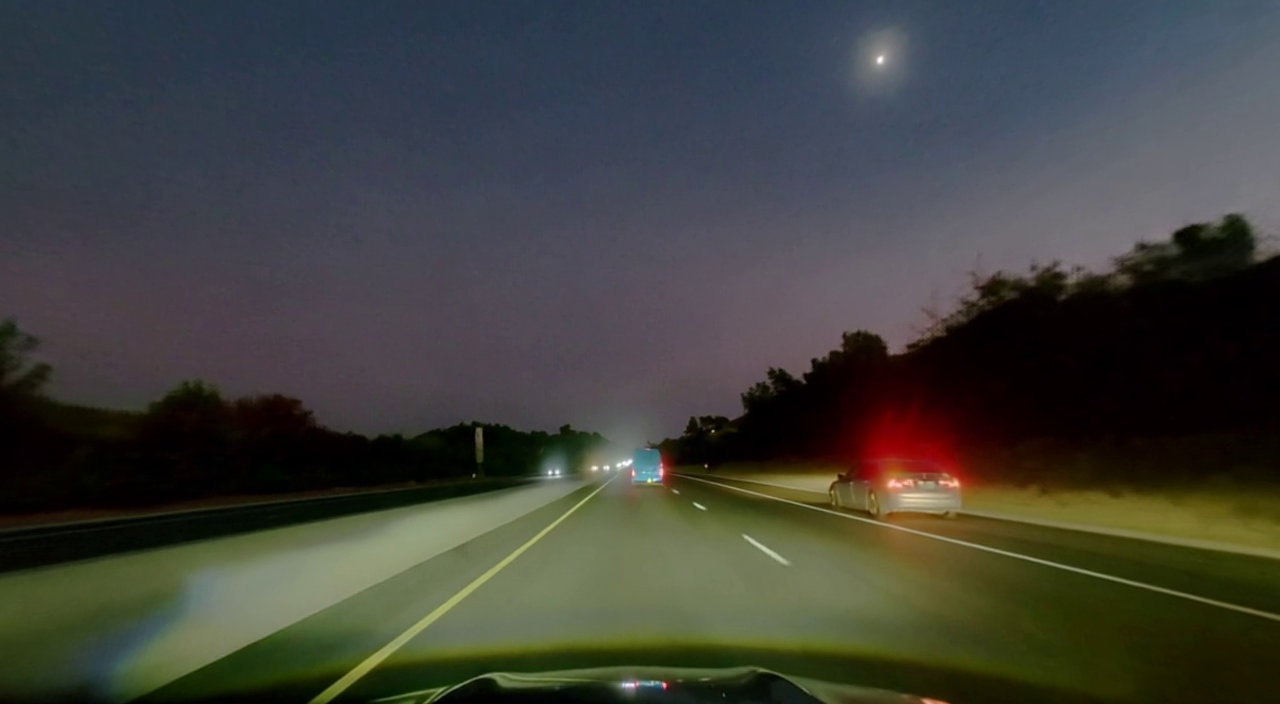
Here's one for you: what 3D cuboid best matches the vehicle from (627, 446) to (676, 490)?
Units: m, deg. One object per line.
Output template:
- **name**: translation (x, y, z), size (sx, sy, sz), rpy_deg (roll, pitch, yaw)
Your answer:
- **vehicle**: translation (0.554, 6.336, 34.343), size (2.429, 2.167, 4.558), rpy_deg (1, -11, -2)
